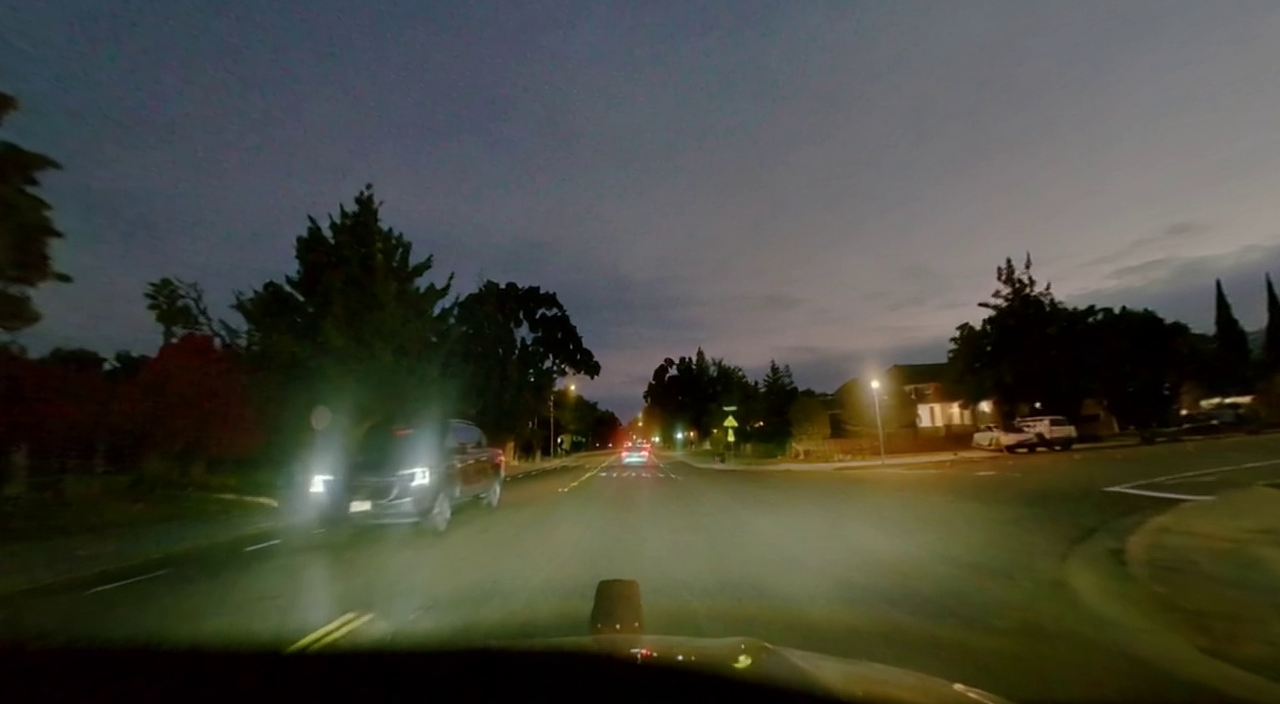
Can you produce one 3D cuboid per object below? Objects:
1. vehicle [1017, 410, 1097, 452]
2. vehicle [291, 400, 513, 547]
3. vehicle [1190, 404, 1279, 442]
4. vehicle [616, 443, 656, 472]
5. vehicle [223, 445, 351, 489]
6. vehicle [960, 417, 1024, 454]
[{"bbox_3d":[19.520,3.662,29.815,2.114,1.677,4.707,-4,-5,22],"label":"vehicle"},{"bbox_3d":[-4.404,2.342,12.920,2.451,2.182,5.485,-4,-8,-1],"label":"vehicle"},{"bbox_3d":[25.381,2.949,26.742,1.603,1.430,3.662,-3,-5,15],"label":"vehicle"},{"bbox_3d":[-0.196,5.796,35.015,2.098,1.483,4.099,0,-8,0],"label":"vehicle"},{"bbox_3d":[-14.948,4.875,26.908,4.223,1.753,2.134,-1,-8,6],"label":"vehicle"},{"bbox_3d":[16.927,4.004,30.607,1.979,1.434,4.607,-7,-7,21],"label":"vehicle"}]
